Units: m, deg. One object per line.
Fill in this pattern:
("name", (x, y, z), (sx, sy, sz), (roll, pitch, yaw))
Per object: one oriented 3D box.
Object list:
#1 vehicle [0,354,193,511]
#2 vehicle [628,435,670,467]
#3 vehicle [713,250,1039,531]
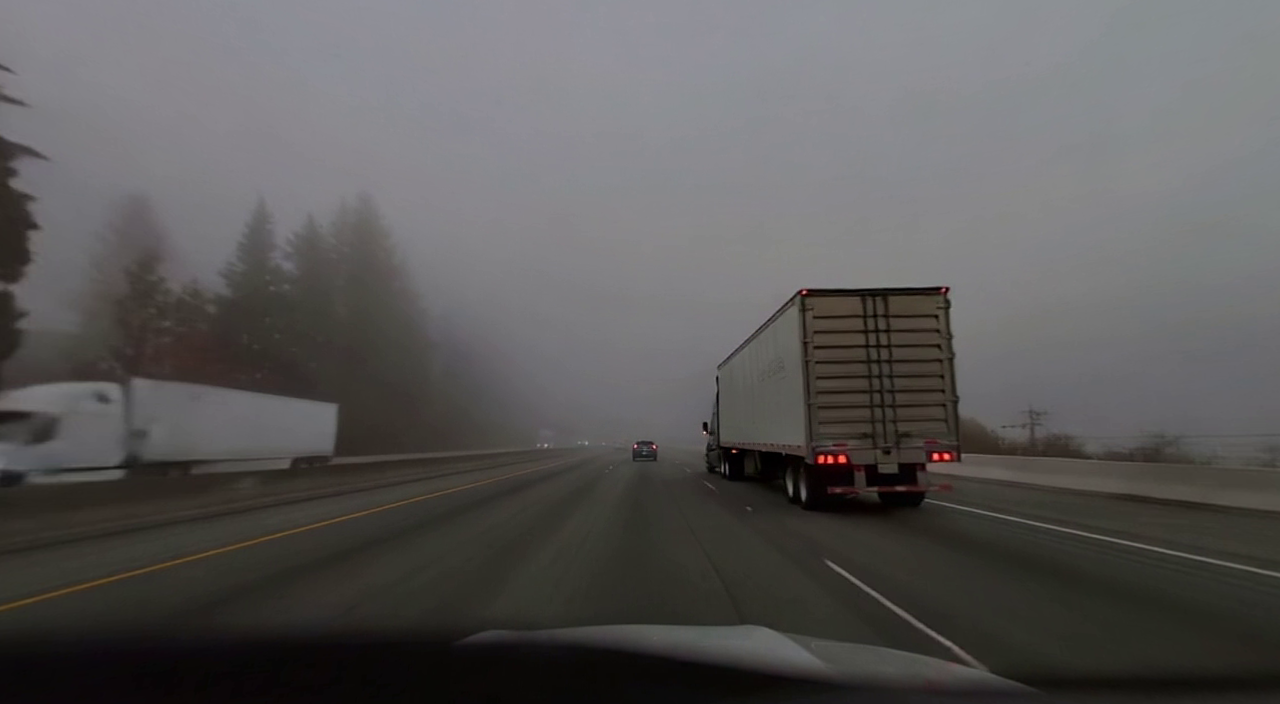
("vehicle", (-18.849, 2.631, 20.398), (3.210, 4.212, 7.175), (0, -8, 0))
("vehicle", (0.429, 5.434, 34.716), (2.139, 1.607, 4.034), (0, -8, -1))
("vehicle", (4.225, 1.495, 16.321), (3.005, 4.131, 14.221), (0, -8, 0))
